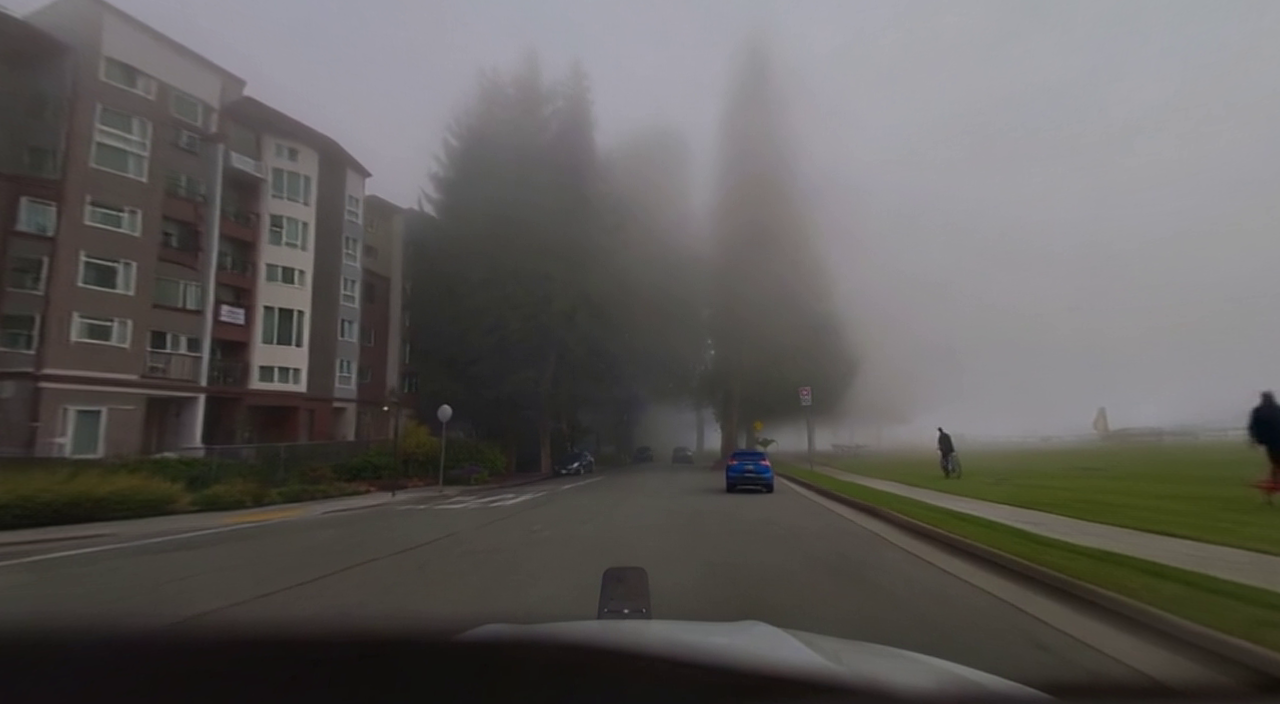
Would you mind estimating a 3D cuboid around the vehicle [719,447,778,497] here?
[{"bbox_3d":[3.388,3.794,20.053,1.559,1.351,2.452,-5,-10,5],"label":"vehicle"}]
